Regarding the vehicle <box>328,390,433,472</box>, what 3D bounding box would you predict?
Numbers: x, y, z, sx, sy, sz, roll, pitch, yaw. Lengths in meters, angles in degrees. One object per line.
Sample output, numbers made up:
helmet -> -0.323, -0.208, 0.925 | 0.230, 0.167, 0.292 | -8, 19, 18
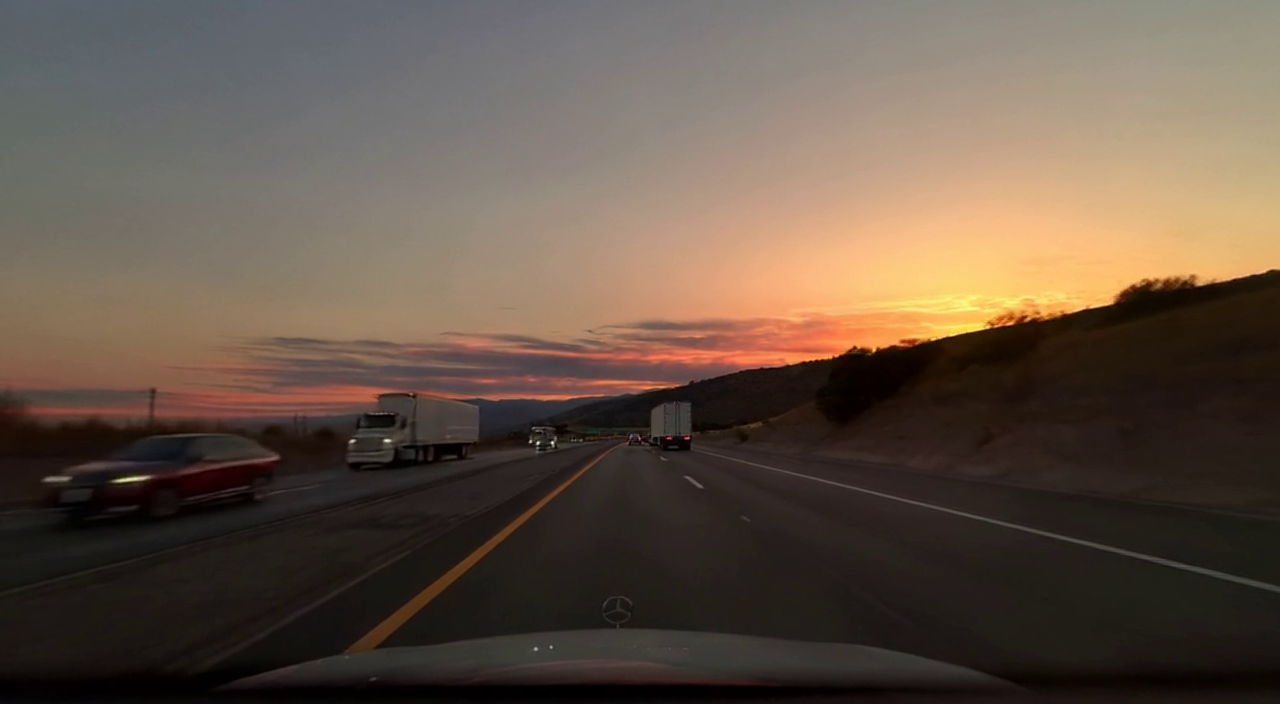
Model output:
vehicle -> -13.616, 4.230, 33.666 | 2.984, 3.955, 6.098 | 0, -8, -1

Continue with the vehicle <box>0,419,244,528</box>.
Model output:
vehicle -> -10.931, 2.443, 13.338 | 2.007, 1.888, 4.537 | 0, -8, 0
